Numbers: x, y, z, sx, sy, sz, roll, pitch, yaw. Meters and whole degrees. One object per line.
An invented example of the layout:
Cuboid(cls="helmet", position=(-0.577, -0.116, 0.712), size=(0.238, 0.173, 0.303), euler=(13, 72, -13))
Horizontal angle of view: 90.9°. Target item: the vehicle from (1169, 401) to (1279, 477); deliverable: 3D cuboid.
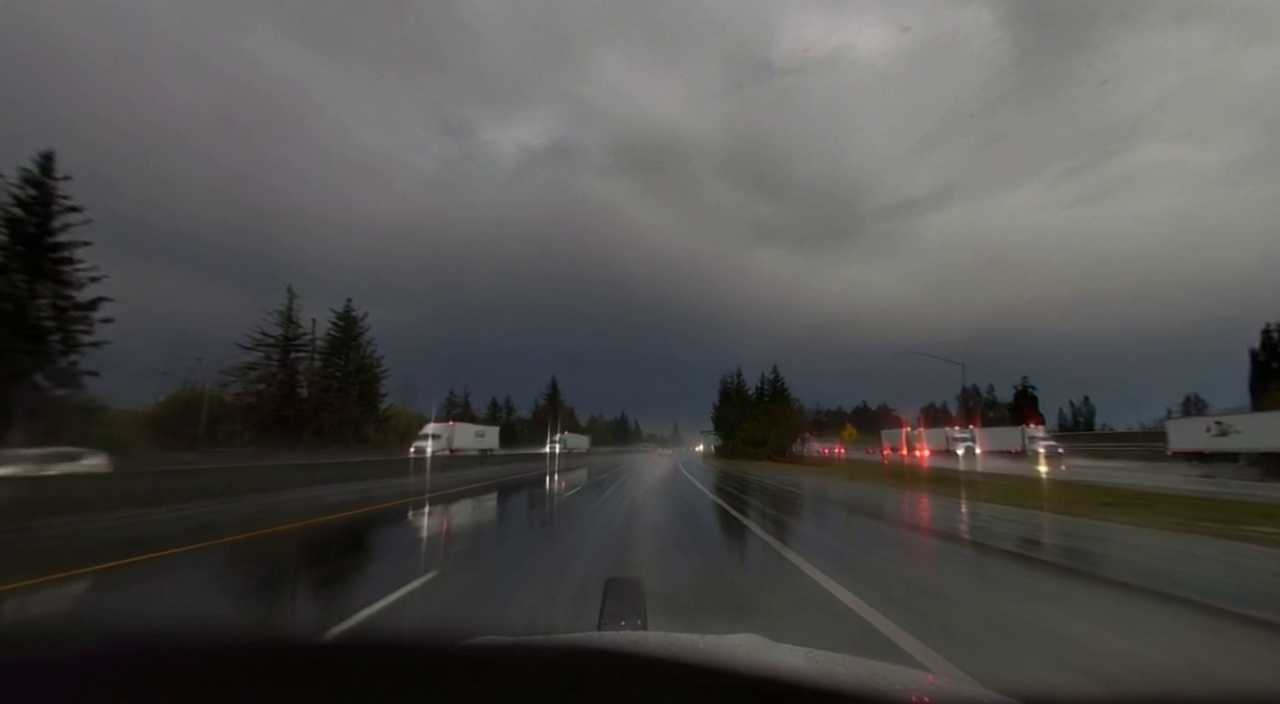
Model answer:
Cuboid(cls="vehicle", position=(36.946, 4.834, 35.362), size=(2.915, 4.160, 14.848), euler=(-4, -10, 6))
